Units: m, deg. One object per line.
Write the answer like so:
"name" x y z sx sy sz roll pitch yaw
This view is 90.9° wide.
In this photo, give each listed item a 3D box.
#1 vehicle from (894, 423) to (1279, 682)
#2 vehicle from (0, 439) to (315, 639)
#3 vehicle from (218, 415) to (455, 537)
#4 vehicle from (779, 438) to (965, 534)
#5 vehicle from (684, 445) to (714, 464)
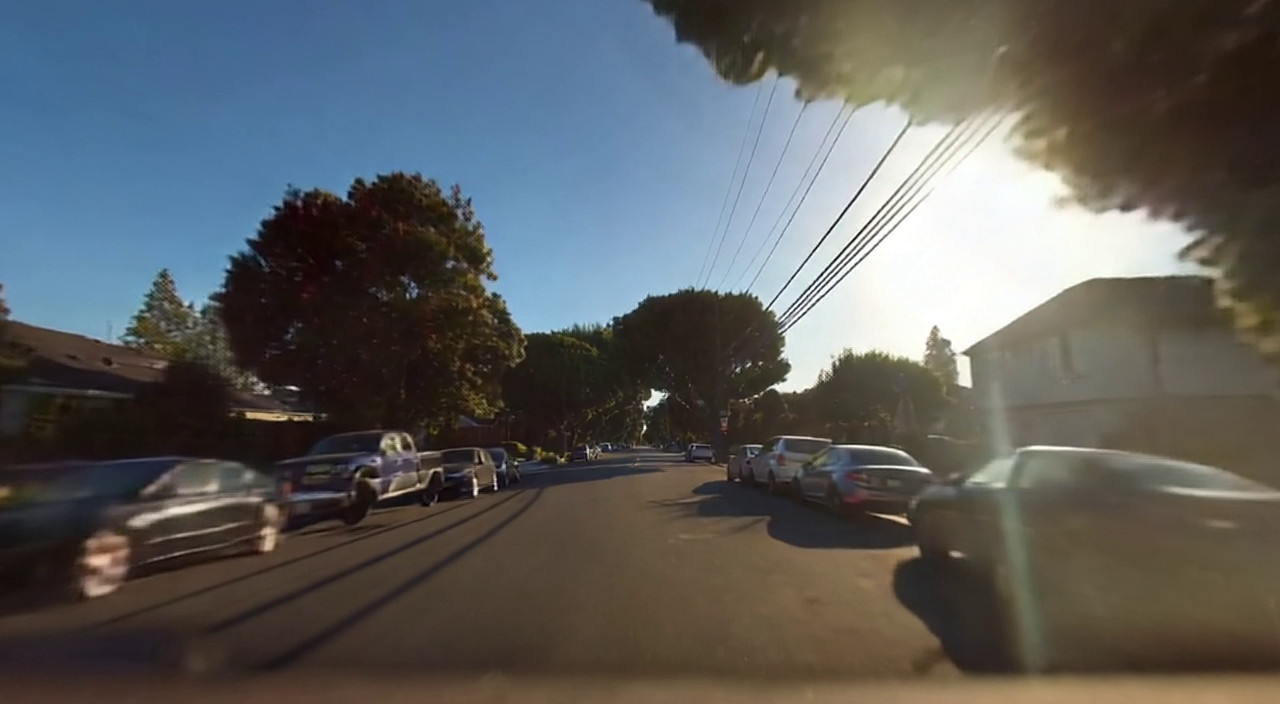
"vehicle" 4.175 1.517 5.978 1.840 1.521 4.337 0 -8 2
"vehicle" -5.704 1.732 6.997 1.790 1.496 4.234 1 -8 2
"vehicle" -5.666 2.344 12.762 2.052 1.916 5.084 0 -8 3
"vehicle" 4.148 2.436 12.174 1.830 1.491 4.453 0 -8 -1
"vehicle" 4.557 7.966 49.207 1.851 1.438 4.177 0 -8 0
